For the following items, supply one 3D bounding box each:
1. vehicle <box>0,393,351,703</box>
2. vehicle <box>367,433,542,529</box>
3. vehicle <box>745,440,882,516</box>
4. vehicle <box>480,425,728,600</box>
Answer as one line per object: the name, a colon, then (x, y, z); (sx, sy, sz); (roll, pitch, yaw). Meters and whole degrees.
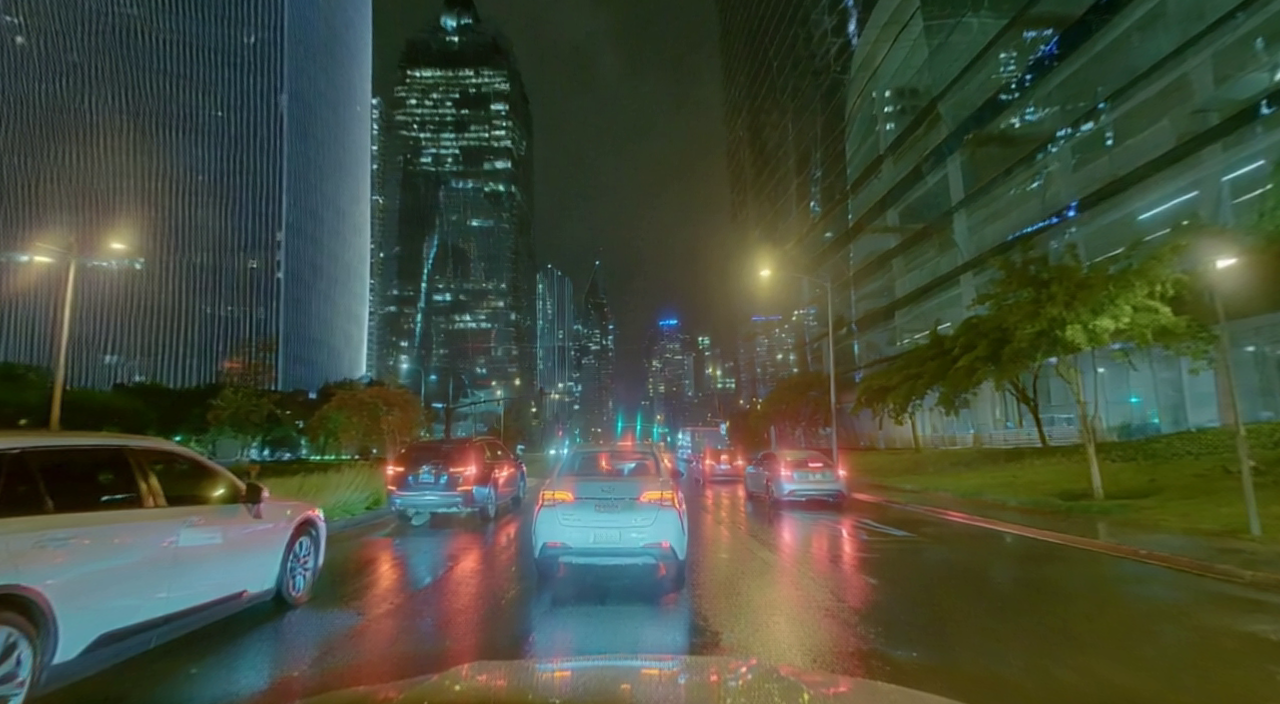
vehicle: (-3.553, 1.076, 3.500); (1.933, 1.520, 4.195); (0, -9, -1)
vehicle: (-3.340, 2.416, 12.422); (2.044, 1.508, 4.479); (0, -9, 1)
vehicle: (3.853, 2.855, 14.836); (1.940, 1.514, 4.187); (0, -9, -1)
vehicle: (-0.258, 1.741, 7.782); (2.174, 1.509, 4.374); (0, -9, 2)
